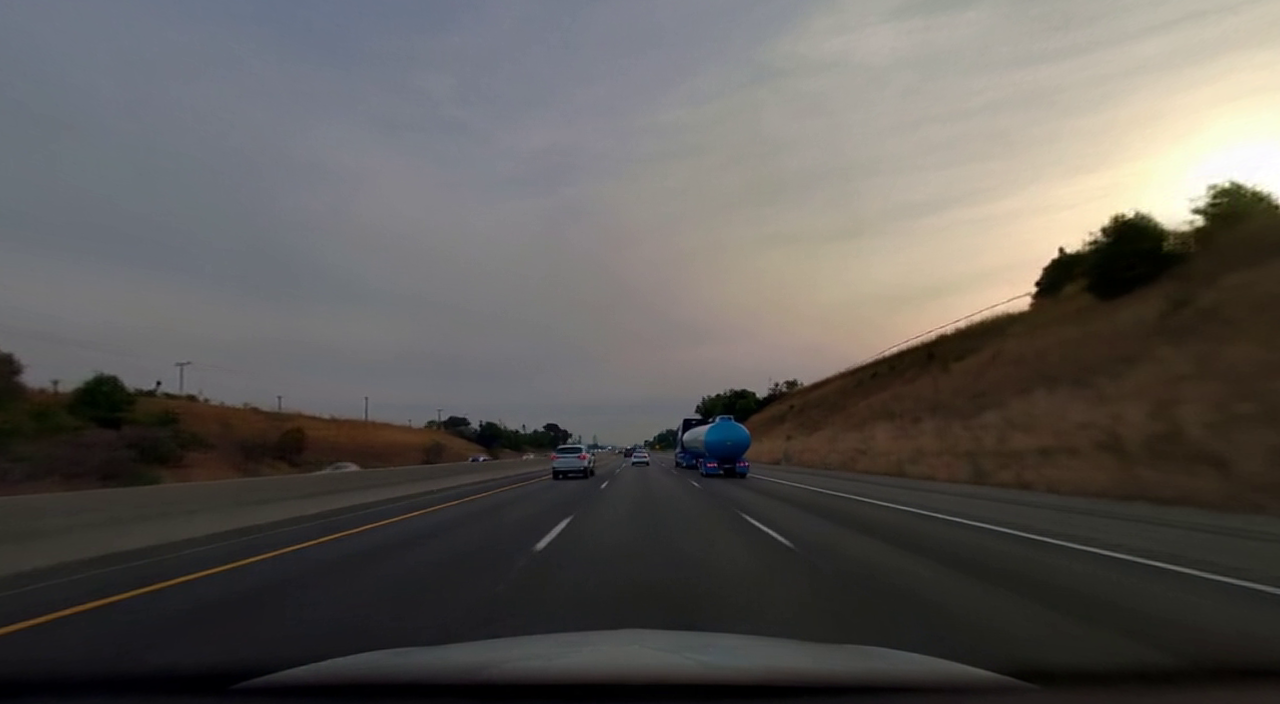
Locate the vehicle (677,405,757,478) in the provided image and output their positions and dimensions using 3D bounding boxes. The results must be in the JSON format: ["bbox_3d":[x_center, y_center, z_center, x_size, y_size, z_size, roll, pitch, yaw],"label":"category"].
[{"bbox_3d":[4.237,5.507,38.445,2.889,3.606,13.832,0,-9,-1],"label":"vehicle"}]

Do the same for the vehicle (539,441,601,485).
[{"bbox_3d":[-3.058,4.966,28.590,2.258,1.805,4.665,-1,-9,1],"label":"vehicle"}]
